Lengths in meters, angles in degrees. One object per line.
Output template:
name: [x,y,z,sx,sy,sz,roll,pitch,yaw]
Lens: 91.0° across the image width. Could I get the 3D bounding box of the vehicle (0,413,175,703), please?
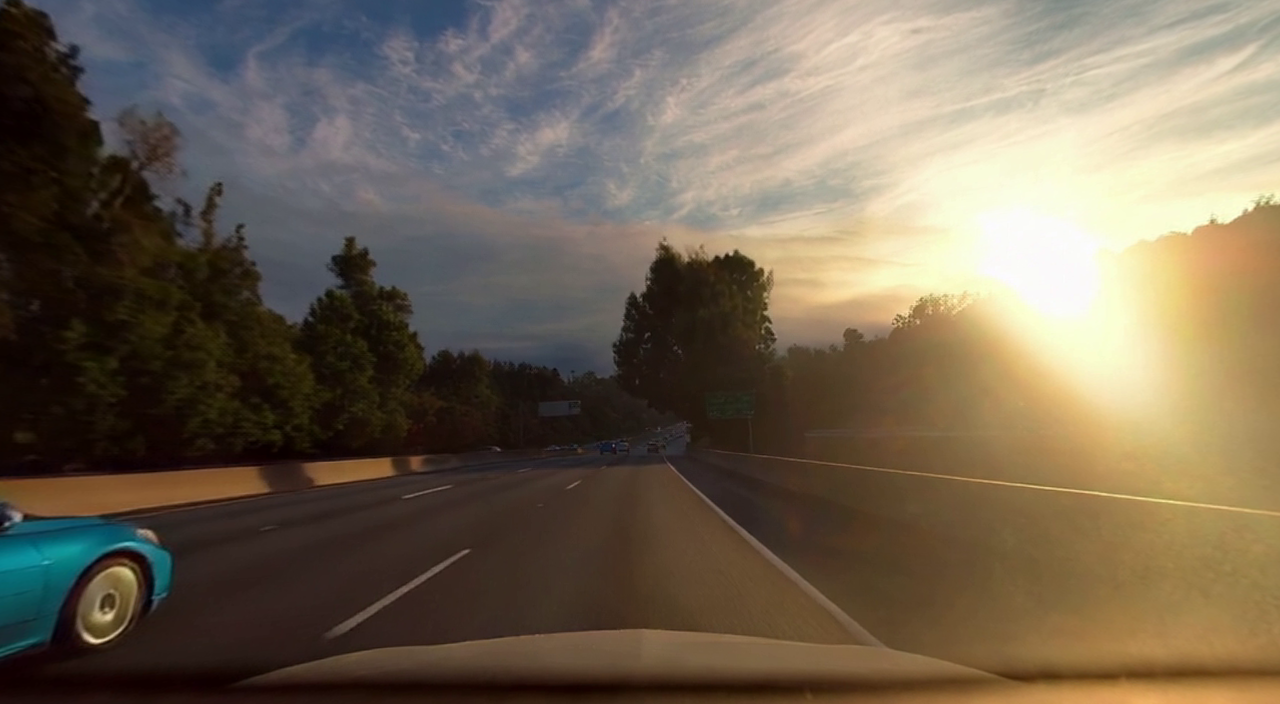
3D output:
vehicle: [-4.125,0.864,1.876,1.996,1.454,4.495,-1,-8,1]
